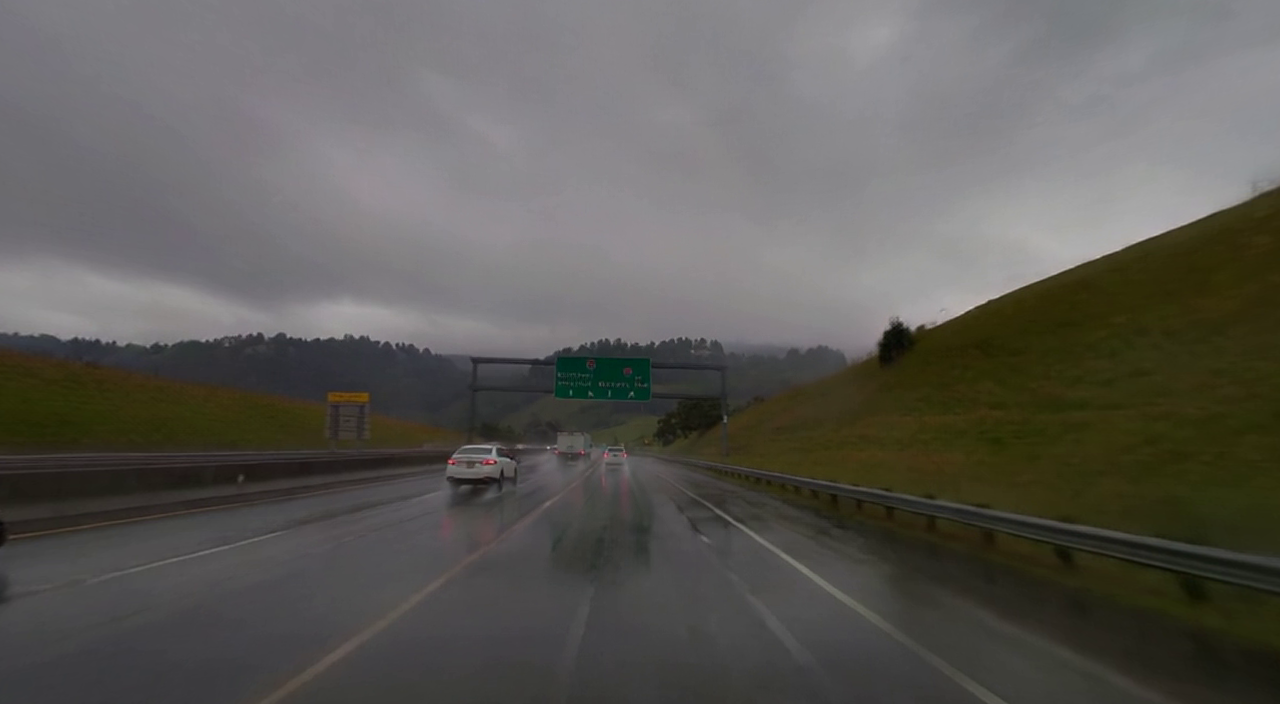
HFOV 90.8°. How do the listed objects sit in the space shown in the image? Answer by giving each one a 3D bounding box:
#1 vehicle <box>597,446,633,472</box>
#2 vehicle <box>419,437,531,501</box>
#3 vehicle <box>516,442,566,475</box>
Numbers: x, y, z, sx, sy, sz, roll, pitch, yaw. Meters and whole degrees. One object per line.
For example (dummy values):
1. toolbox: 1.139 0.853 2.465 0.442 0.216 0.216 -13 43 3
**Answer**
1. vehicle: -1.547 6.297 37.375 1.988 1.440 4.201 0 -9 -4
2. vehicle: -4.679 3.386 18.643 2.208 1.619 4.162 0 -9 0
3. vehicle: -5.270 5.731 34.039 2.118 1.624 4.032 0 -9 -2
